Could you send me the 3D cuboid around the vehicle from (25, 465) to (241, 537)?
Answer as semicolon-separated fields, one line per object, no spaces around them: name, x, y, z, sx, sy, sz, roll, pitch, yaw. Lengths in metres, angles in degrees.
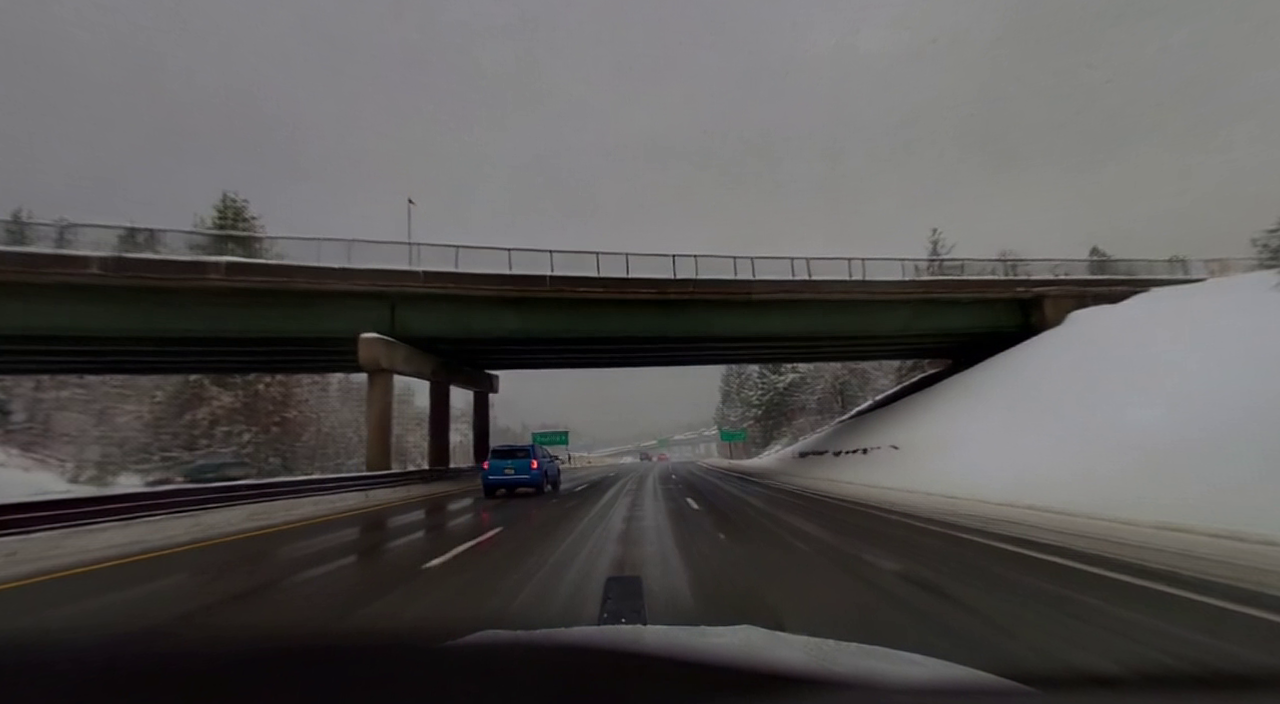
vehicle;-12.363;3.607;15.839;1.822;1.448;4.297;0;-9;0

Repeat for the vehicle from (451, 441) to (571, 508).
vehicle;-3.431;3.380;17.887;2.274;1.628;4.807;0;-9;2
